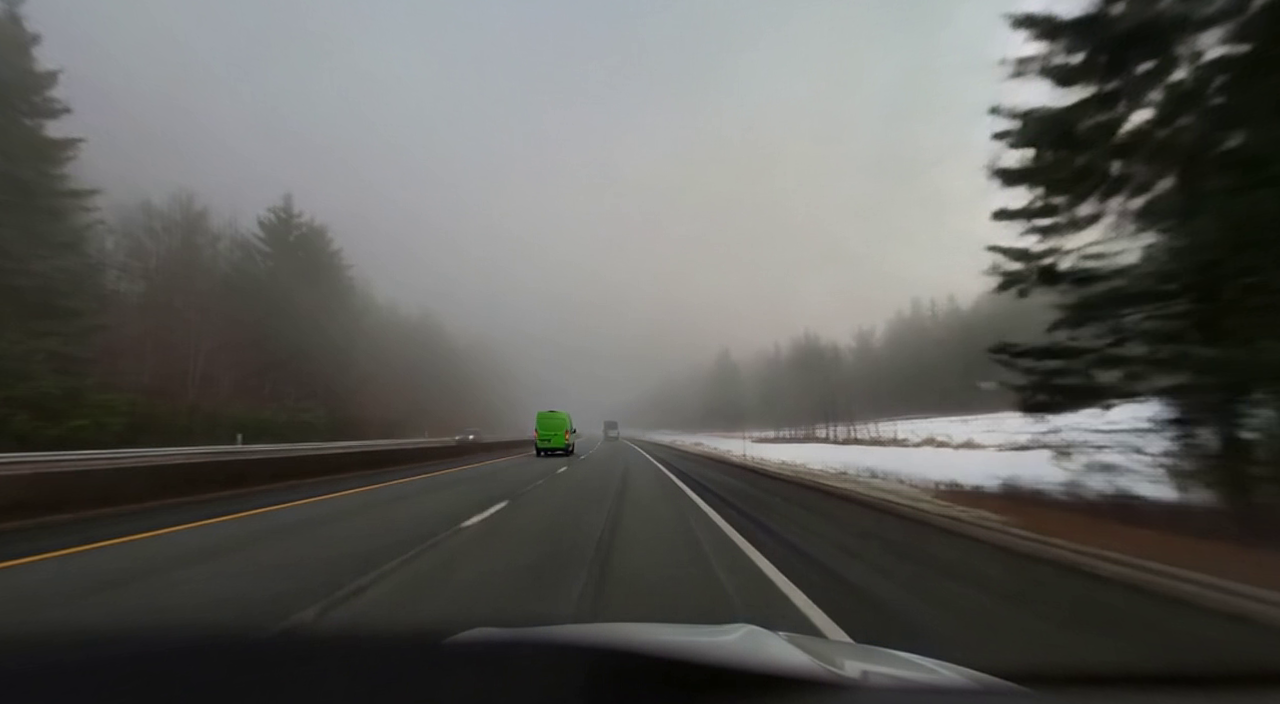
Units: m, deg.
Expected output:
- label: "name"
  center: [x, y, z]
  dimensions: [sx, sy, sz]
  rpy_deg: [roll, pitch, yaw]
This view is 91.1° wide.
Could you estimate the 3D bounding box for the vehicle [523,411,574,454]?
- label: "vehicle"
  center: [-5.721, 5.171, 40.143]
  dimensions: [2.561, 2.509, 5.465]
  rpy_deg: [0, -8, -1]
